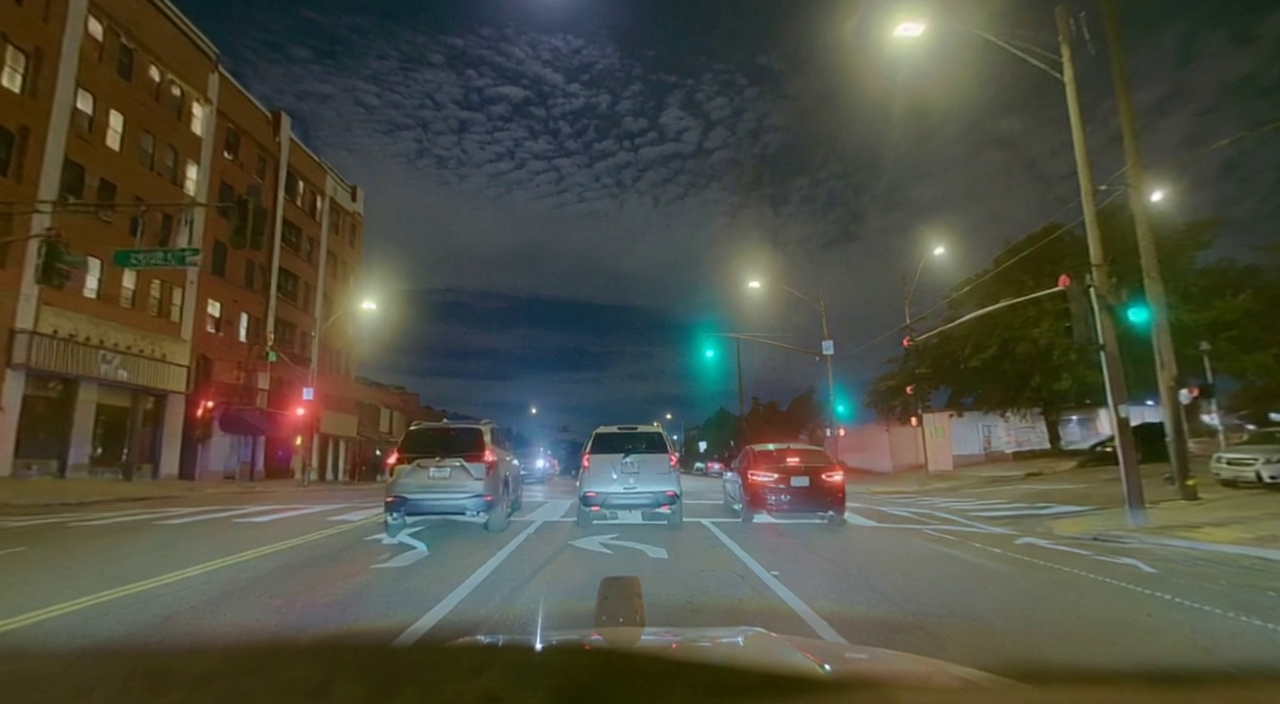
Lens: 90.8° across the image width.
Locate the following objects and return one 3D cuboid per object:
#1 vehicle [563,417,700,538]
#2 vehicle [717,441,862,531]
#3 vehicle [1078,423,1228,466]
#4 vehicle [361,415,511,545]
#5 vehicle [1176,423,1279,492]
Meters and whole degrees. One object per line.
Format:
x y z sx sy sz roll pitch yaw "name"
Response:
-0.183 2.265 12.045 2.105 1.842 4.537 0 -8 -1 "vehicle"
2.741 2.539 12.597 1.852 1.462 4.155 0 -8 0 "vehicle"
20.822 3.784 25.782 4.355 1.663 1.948 0 -8 0 "vehicle"
-3.352 2.142 11.233 1.855 1.812 4.244 1 -9 -9 "vehicle"
17.356 2.829 16.816 4.547 1.720 1.624 0 -12 -1 "vehicle"
